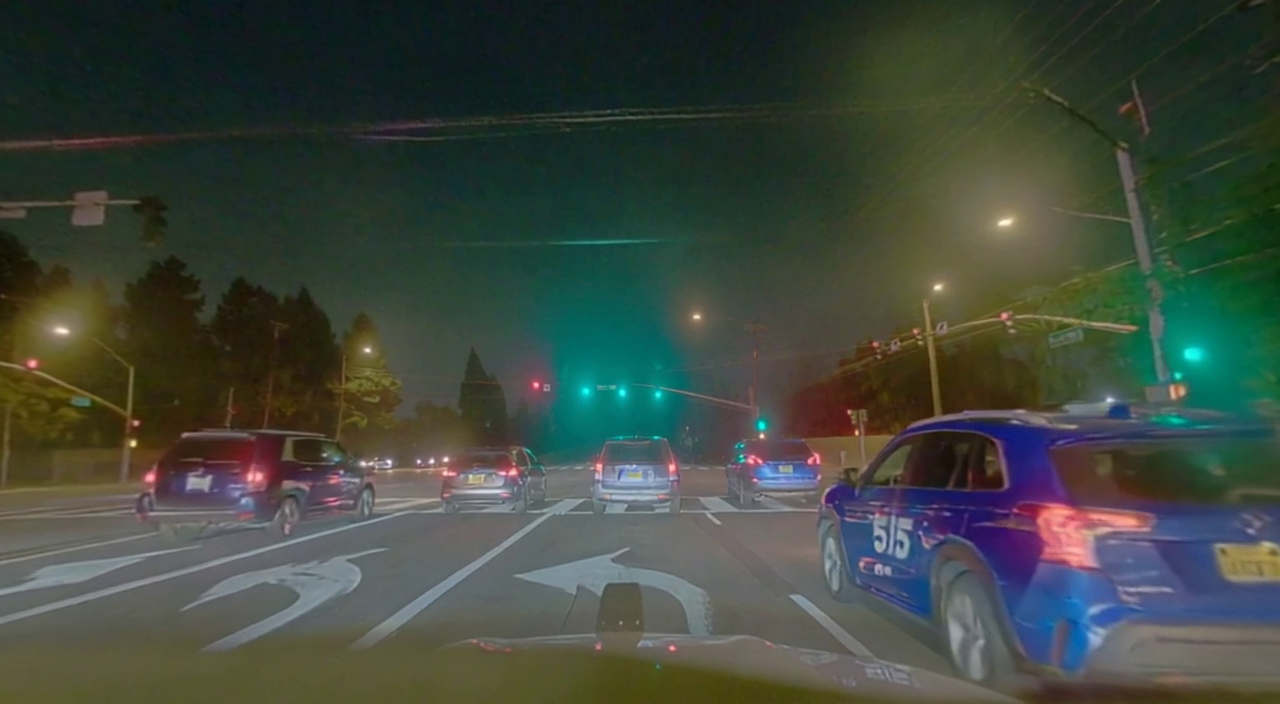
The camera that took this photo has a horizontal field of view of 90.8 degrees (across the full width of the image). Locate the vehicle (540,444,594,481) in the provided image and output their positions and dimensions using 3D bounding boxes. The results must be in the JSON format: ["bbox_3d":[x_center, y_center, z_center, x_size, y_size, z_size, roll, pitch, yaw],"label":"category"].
[{"bbox_3d":[-3.419,5.275,30.379,1.939,1.652,4.268,0,-9,1],"label":"vehicle"}]

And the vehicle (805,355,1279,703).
[{"bbox_3d":[2.782,1.165,4.410,2.034,1.655,4.465,0,-9,0],"label":"vehicle"}]

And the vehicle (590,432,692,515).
[{"bbox_3d":[0.014,2.853,15.246,2.111,1.712,4.078,0,-9,0],"label":"vehicle"}]

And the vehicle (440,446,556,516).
[{"bbox_3d":[-3.317,3.089,15.712,1.881,1.466,4.484,0,-9,0],"label":"vehicle"}]

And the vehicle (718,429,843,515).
[{"bbox_3d":[3.267,2.902,15.778,1.999,1.789,4.583,0,-9,-1],"label":"vehicle"}]

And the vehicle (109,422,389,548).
[{"bbox_3d":[-6.624,2.285,11.555,2.116,1.812,4.609,0,-9,0],"label":"vehicle"}]
